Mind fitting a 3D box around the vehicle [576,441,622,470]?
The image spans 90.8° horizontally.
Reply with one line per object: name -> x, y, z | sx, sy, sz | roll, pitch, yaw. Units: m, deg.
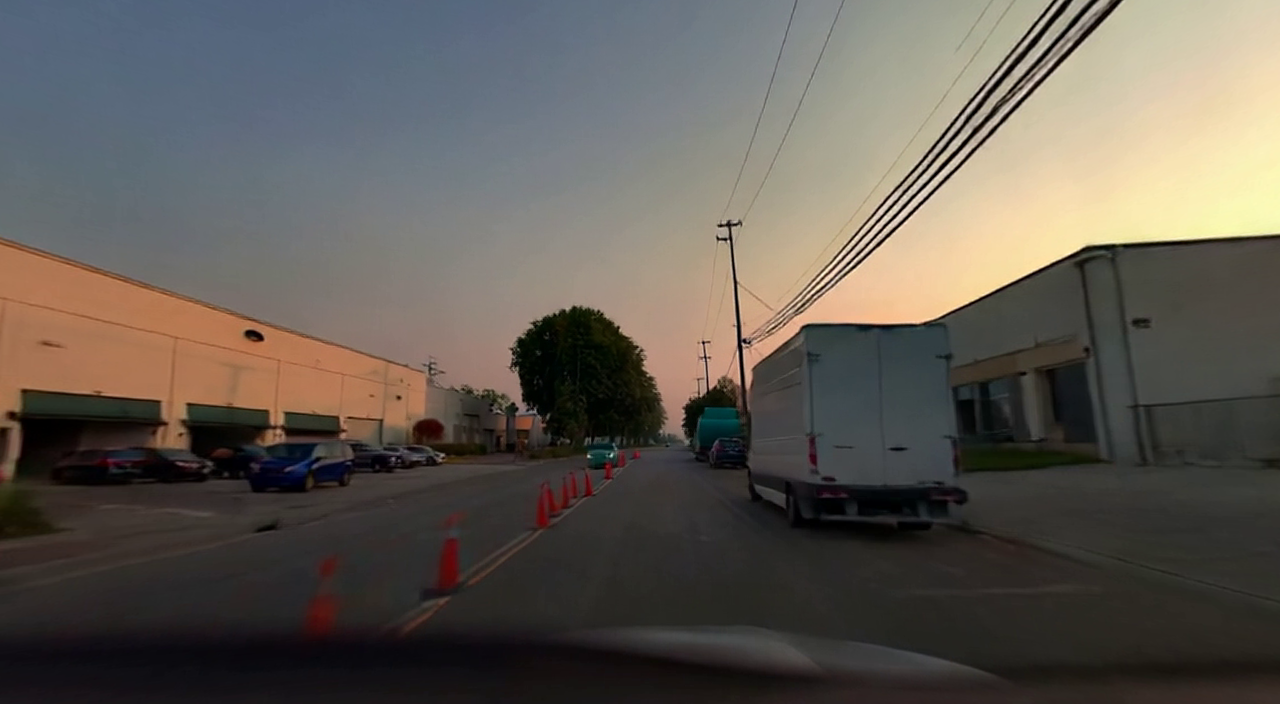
vehicle -> -2.230, 5.772, 35.468 | 1.988, 1.479, 4.485 | -1, -8, 4

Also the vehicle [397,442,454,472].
vehicle -> -13.523, 6.609, 40.138 | 2.078, 1.674, 4.652 | -2, -8, -1

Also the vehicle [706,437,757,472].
vehicle -> 4.693, 5.326, 32.991 | 1.892, 1.696, 4.332 | 0, -8, -1

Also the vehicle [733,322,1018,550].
vehicle -> 3.949, 1.717, 12.940 | 2.871, 3.301, 7.433 | 0, -8, 0

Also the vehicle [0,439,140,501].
vehicle -> -20.313, 4.008, 21.967 | 2.026, 1.885, 4.932 | 0, -8, -4

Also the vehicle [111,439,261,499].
vehicle -> -15.162, 3.871, 21.476 | 1.971, 1.789, 4.360 | 0, -8, -3

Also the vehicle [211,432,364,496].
vehicle -> -12.200, 3.889, 22.470 | 2.287, 1.975, 5.511 | 0, -8, -1
